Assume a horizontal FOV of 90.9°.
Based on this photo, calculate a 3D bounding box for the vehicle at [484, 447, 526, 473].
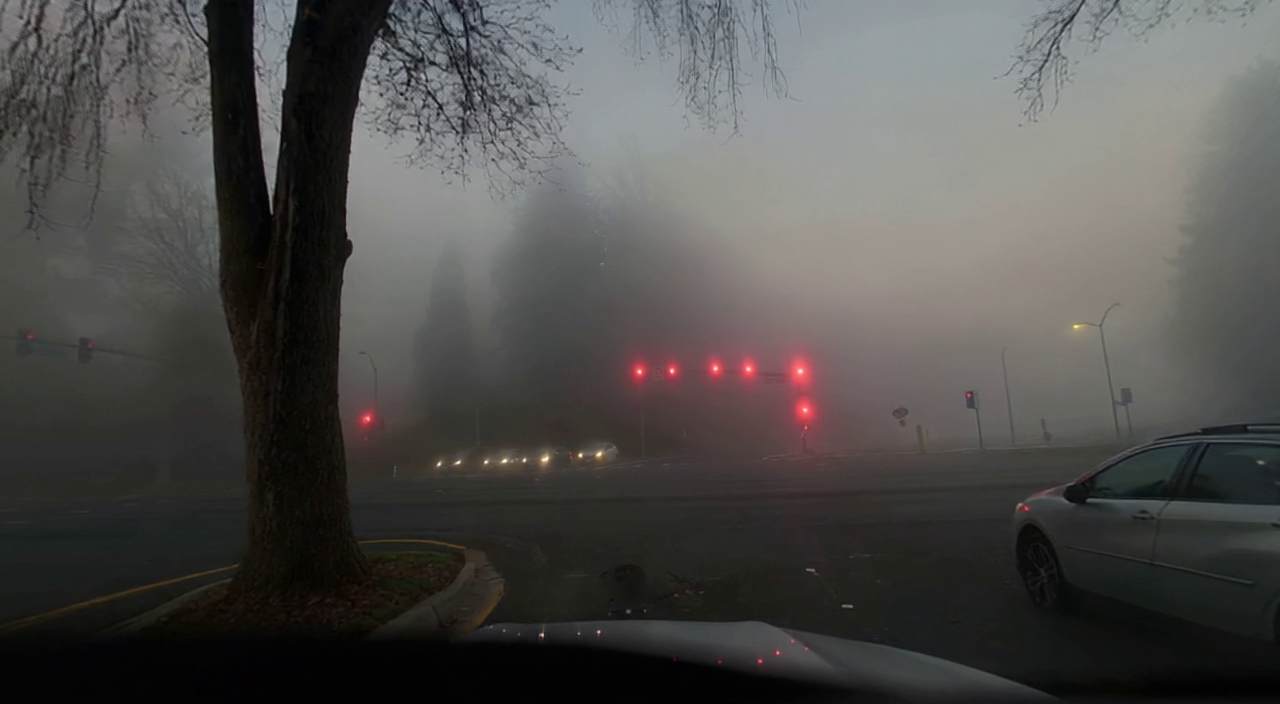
[{"bbox_3d":[-9.766,7.838,45.937,2.064,1.725,4.243,0,-9,1],"label":"vehicle"}]

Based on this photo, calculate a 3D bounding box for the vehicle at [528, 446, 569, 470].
[{"bbox_3d":[-6.535,7.611,45.504,2.126,1.657,4.307,-1,-9,3],"label":"vehicle"}]

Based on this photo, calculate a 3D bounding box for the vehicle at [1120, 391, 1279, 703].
[{"bbox_3d":[3.060,0.618,0.416,1.978,1.468,4.544,0,-9,1],"label":"vehicle"}]

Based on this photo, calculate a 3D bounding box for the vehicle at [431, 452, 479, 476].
[{"bbox_3d":[-13.388,8.119,45.992,2.101,1.637,4.304,0,-9,1],"label":"vehicle"}]
